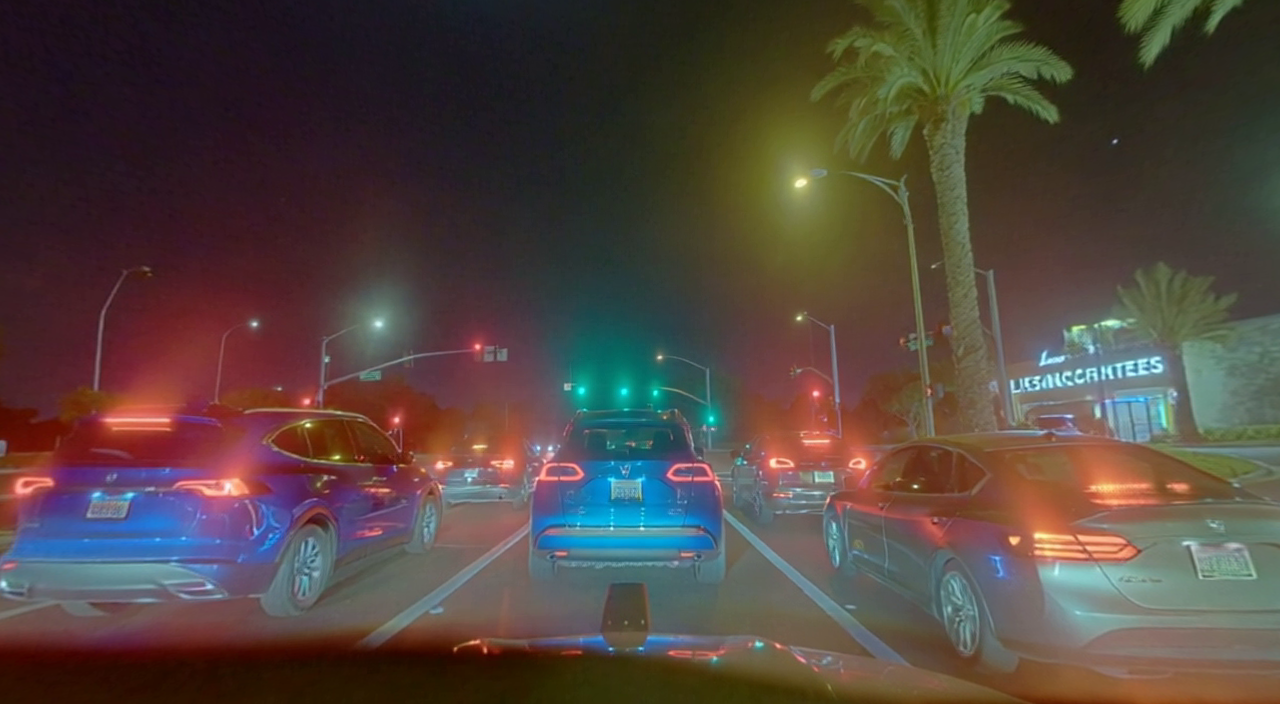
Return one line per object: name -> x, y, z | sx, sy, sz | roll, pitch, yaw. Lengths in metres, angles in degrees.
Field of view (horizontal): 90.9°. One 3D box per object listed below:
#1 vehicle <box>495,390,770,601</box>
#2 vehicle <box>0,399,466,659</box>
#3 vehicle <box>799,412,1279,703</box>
vehicle -> -0.127, 1.516, 7.512 | 2.280, 1.747, 4.361 | 0, -8, -2
vehicle -> -3.360, 1.382, 6.052 | 2.014, 1.534, 4.455 | 0, -8, 1
vehicle -> 2.967, 1.371, 5.256 | 2.017, 1.491, 4.611 | 0, -8, -1
